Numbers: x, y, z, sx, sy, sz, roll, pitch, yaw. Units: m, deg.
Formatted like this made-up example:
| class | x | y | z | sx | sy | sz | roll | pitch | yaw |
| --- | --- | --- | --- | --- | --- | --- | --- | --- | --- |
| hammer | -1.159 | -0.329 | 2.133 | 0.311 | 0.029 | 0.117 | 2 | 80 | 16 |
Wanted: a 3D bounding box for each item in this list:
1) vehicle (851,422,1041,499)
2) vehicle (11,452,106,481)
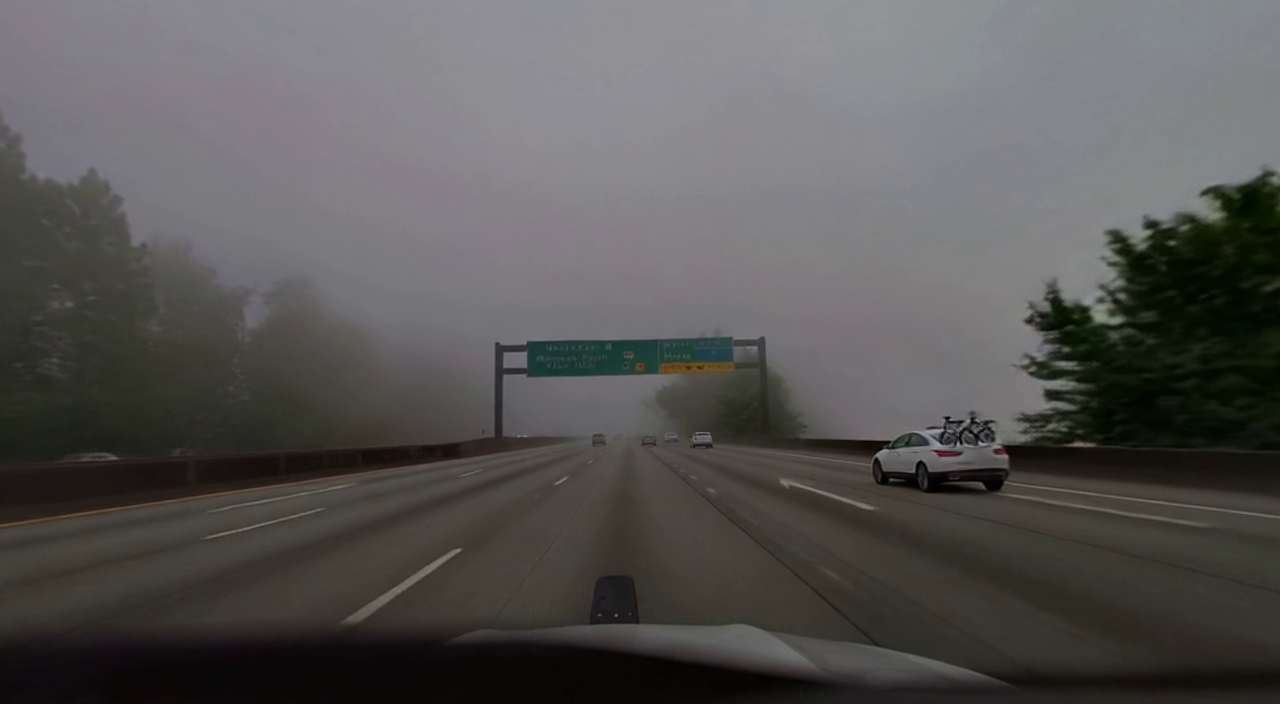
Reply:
| class | x | y | z | sx | sy | sz | roll | pitch | yaw |
| --- | --- | --- | --- | --- | --- | --- | --- | --- | --- |
| vehicle | 6.908 | 2.468 | 14.981 | 2.034 | 1.511 | 4.785 | 0 | -7 | -1 |
| vehicle | -36.094 | 7.096 | 39.292 | 1.897 | 1.560 | 4.672 | 1 | -8 | -7 |
